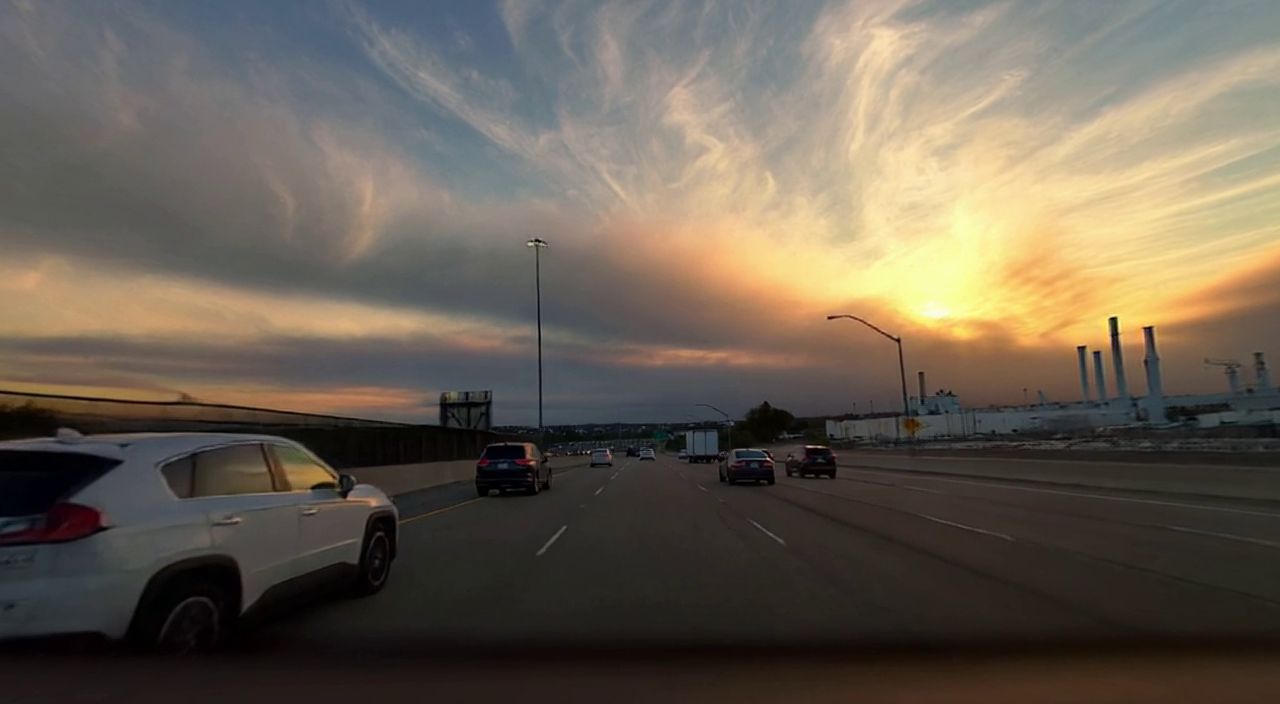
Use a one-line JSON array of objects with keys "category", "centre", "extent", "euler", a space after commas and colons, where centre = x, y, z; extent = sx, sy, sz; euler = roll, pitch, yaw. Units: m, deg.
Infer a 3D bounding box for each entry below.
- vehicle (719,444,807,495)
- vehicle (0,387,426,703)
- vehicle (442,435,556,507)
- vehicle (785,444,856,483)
[{"category": "vehicle", "centre": [3.889, 3.776, 20.747], "extent": [1.942, 1.453, 4.329], "euler": [0, -8, -1]}, {"category": "vehicle", "centre": [-3.432, 1.208, 4.358], "extent": [2.067, 1.555, 4.851], "euler": [-1, -8, 2]}, {"category": "vehicle", "centre": [-3.595, 3.099, 16.928], "extent": [2.036, 1.669, 4.112], "euler": [0, -8, 1]}, {"category": "vehicle", "centre": [7.600, 4.727, 27.008], "extent": [1.860, 1.520, 3.961], "euler": [0, -8, 0]}]
